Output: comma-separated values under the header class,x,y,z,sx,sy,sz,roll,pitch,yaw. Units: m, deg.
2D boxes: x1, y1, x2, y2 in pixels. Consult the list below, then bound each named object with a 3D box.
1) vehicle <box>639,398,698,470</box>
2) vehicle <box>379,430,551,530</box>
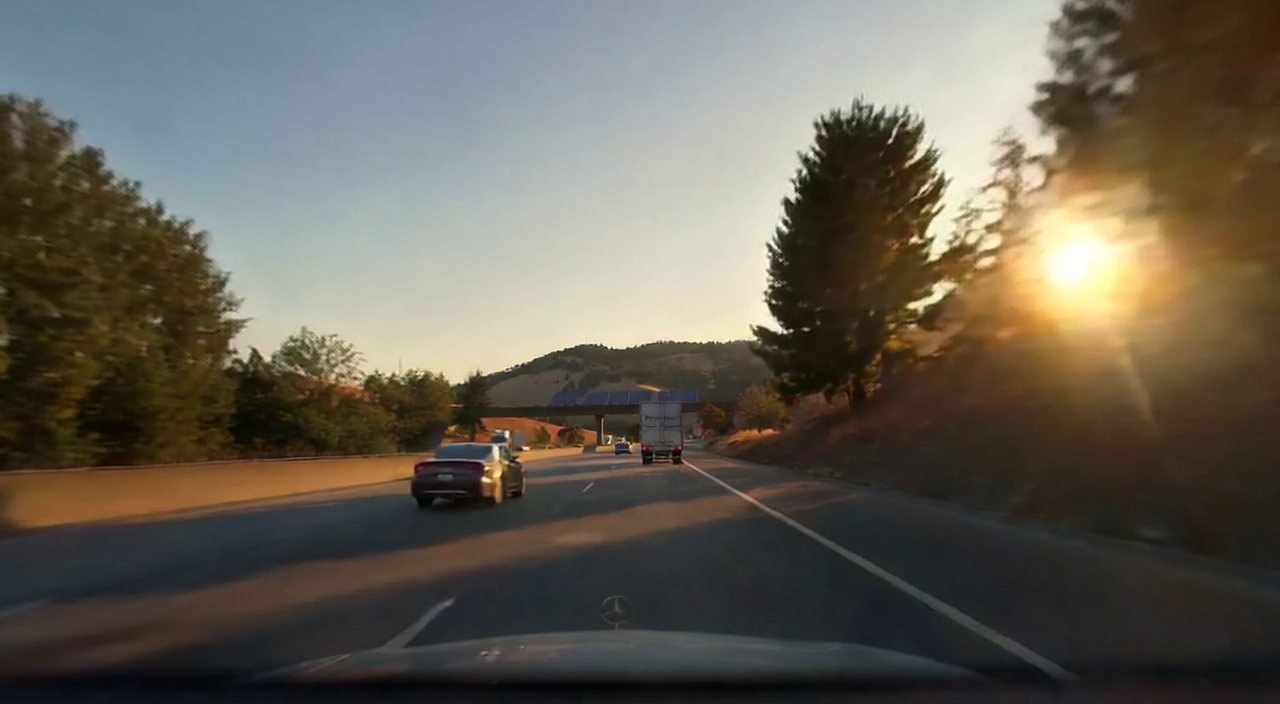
class,x,y,z,sx,sy,sz,roll,pitch,yaw
vehicle,1.541,4.895,37.152,2.967,3.633,10.015,-1,-8,1
vehicle,-3.117,2.358,12.262,2.066,1.581,4.268,0,-8,1
